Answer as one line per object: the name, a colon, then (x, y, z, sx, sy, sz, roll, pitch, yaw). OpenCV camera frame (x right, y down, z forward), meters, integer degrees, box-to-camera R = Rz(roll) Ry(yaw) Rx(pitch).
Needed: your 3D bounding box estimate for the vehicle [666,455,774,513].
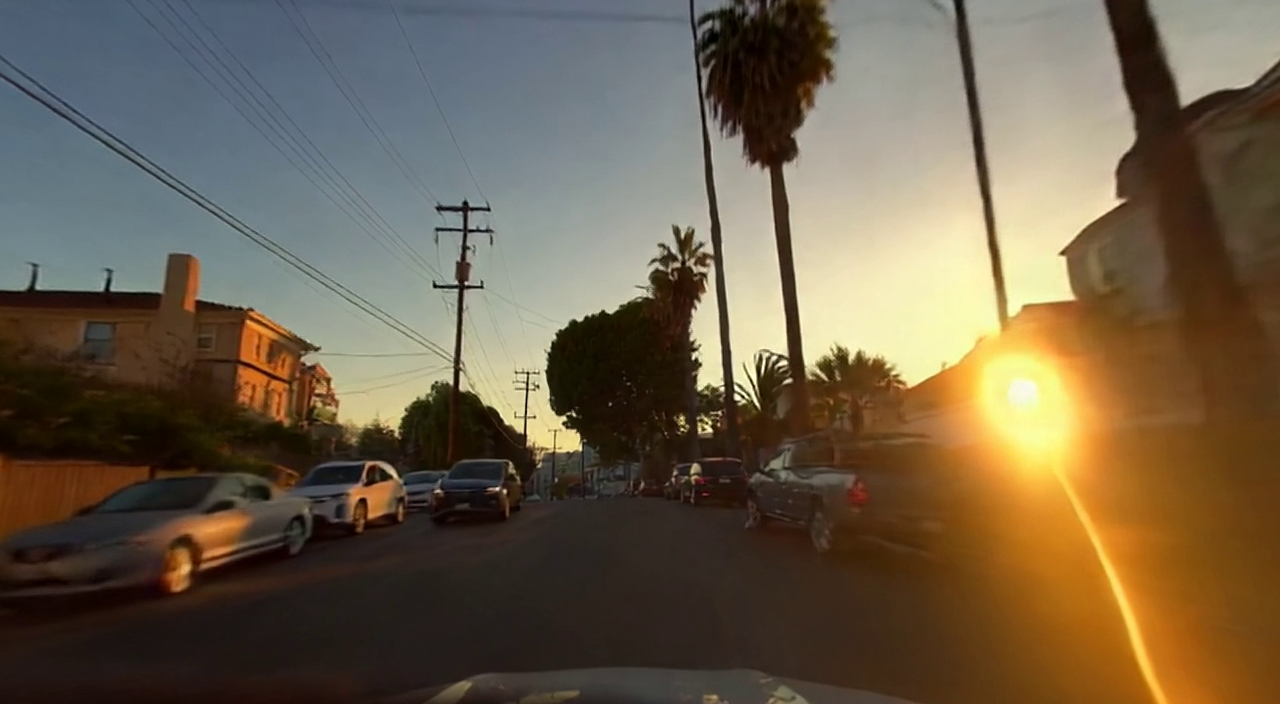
vehicle: (2.308, 4.001, 19.597, 2.212, 1.476, 4.678, 1, -8, -7)

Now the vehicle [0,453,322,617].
vehicle: (-6.184, 2.160, 8.461, 1.889, 1.499, 4.468, 1, -8, -6)

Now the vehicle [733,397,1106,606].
vehicle: (3.211, 1.886, 9.219, 2.358, 2.008, 5.957, 0, -8, -4)

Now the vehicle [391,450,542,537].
vehicle: (-3.482, 2.911, 13.646, 2.060, 1.483, 4.574, 0, -8, -1)

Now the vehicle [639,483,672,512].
vehicle: (0.895, 8.952, 38.961, 1.756, 1.455, 3.965, 0, -8, -3)
